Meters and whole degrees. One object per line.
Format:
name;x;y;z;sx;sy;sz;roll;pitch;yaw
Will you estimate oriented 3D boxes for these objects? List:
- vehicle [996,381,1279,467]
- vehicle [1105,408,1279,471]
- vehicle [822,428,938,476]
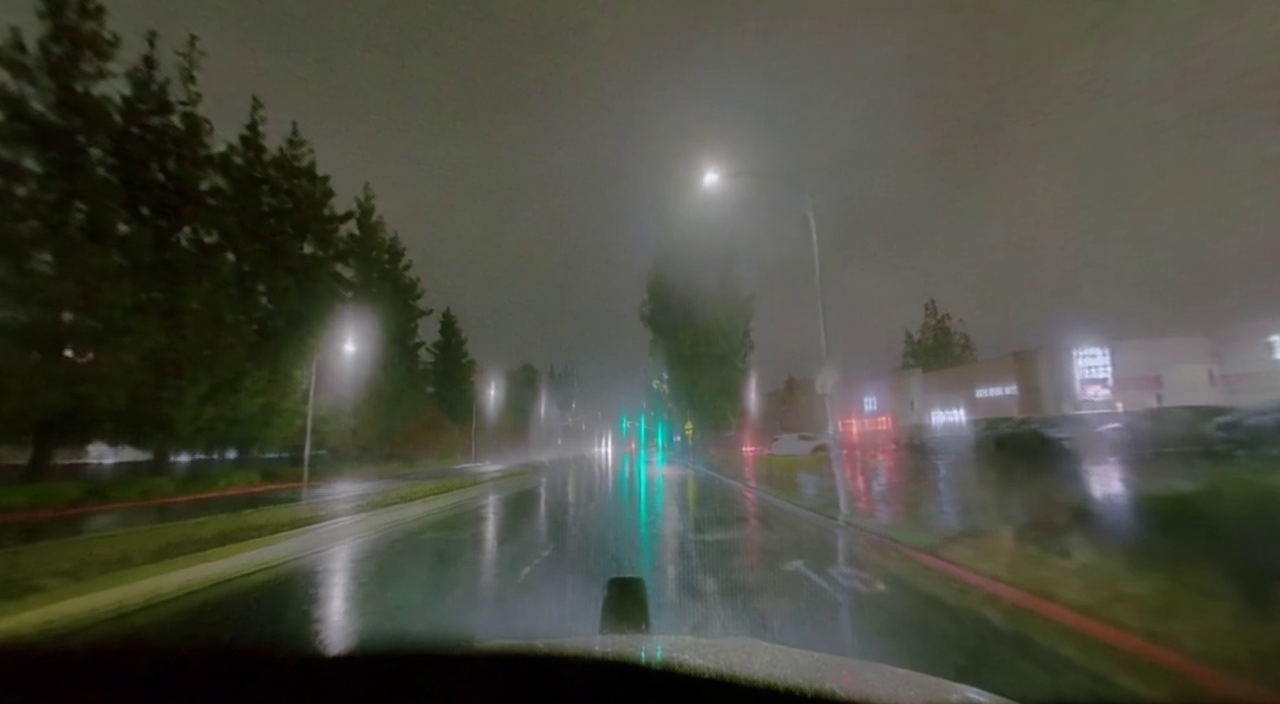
vehicle;14.707;2.346;19.150;6.247;2.094;2.436;-10;-13;39
vehicle;14.896;2.225;16.018;4.631;1.384;1.906;-8;-11;30
vehicle;8.077;3.433;21.794;2.056;1.449;4.679;0;-9;-1
